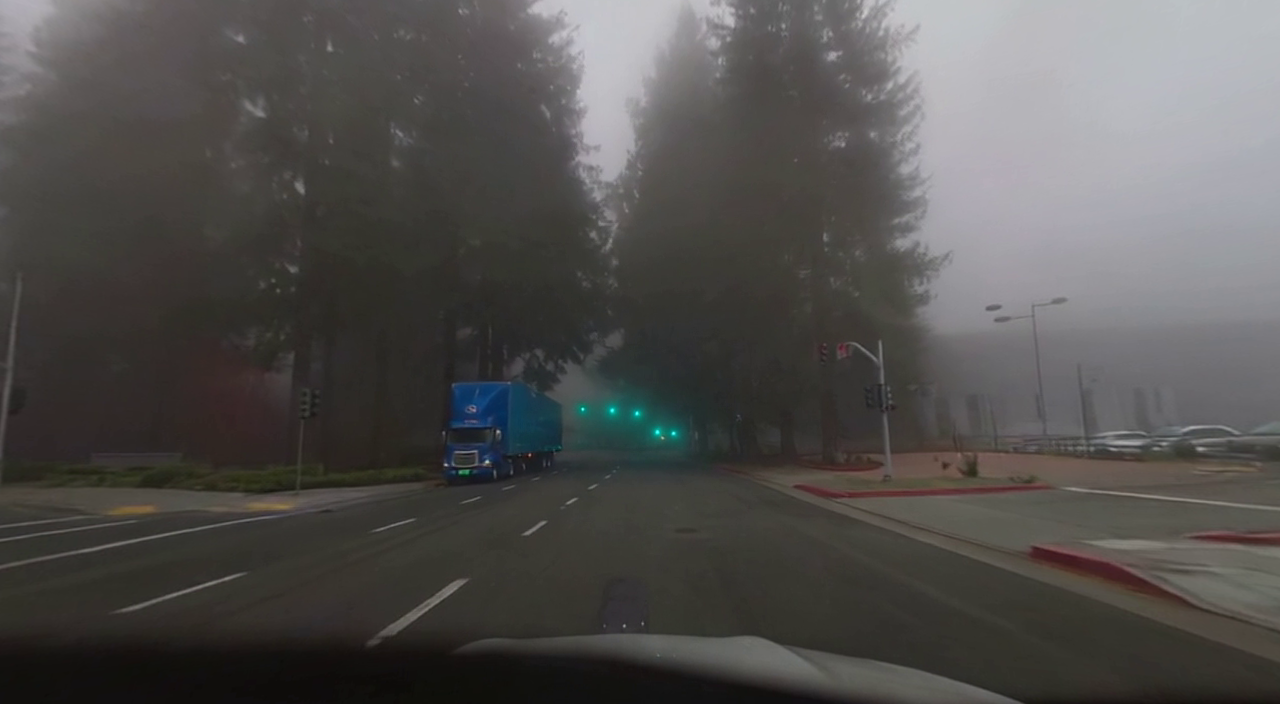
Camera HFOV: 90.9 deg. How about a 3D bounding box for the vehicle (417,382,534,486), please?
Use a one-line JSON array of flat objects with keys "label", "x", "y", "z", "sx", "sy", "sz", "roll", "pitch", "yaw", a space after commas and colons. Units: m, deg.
[{"label": "vehicle", "x": -7.109, "y": 3.787, "z": 28.731, "sx": 3.053, "sy": 4.058, "sz": 8.110, "roll": 0, "pitch": -9, "yaw": 0}]
